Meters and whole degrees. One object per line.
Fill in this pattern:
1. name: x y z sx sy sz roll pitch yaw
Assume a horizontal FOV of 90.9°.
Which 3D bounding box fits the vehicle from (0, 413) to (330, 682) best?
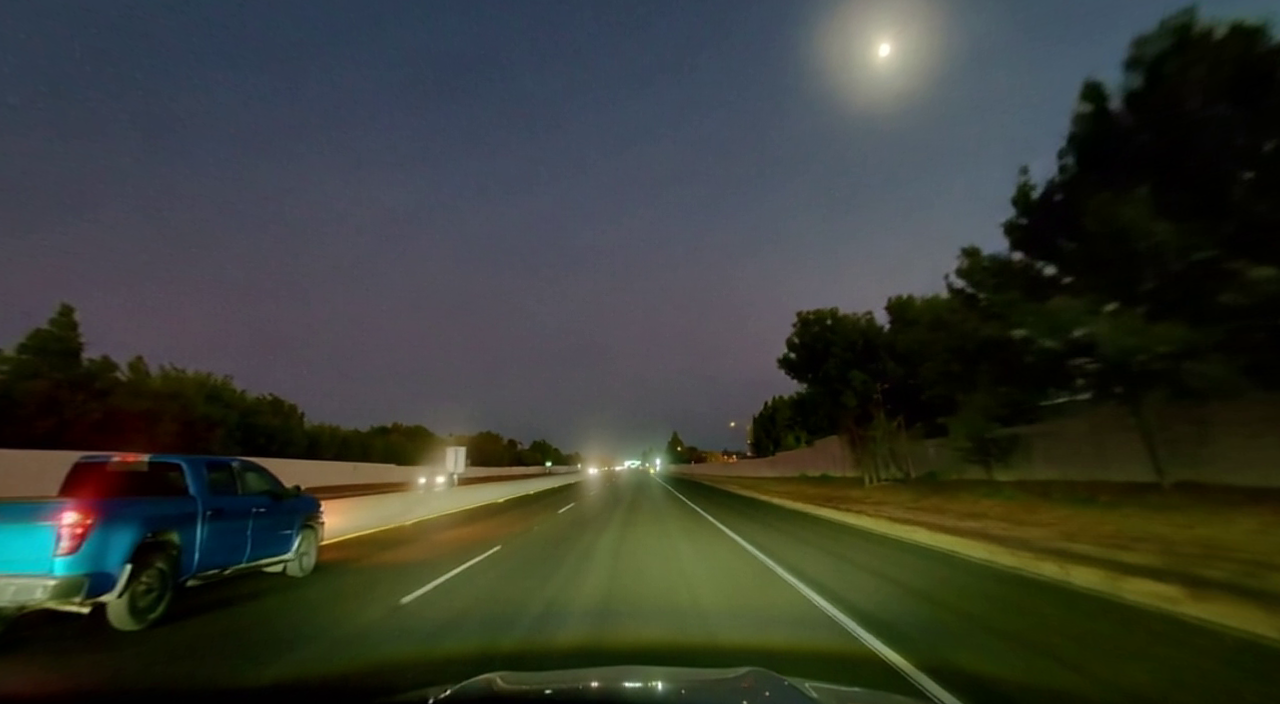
1. vehicle: -4.662 1.447 5.406 1.914 1.534 4.015 1 -10 0
